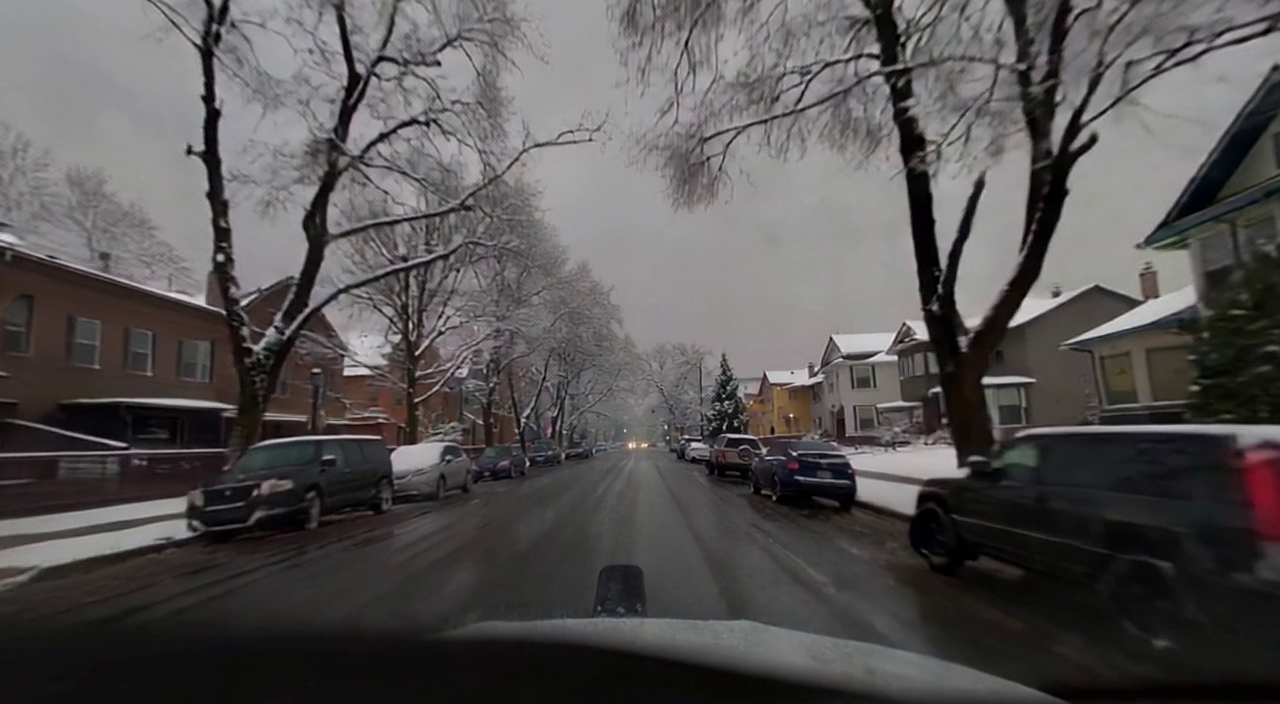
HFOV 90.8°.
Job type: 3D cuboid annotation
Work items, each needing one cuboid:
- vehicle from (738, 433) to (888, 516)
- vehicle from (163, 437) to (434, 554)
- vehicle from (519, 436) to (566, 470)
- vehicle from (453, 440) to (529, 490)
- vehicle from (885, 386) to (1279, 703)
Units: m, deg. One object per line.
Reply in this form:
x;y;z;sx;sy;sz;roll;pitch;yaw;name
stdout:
3.527;2.572;13.849;1.881;1.482;4.531;0;-8;-2;vehicle
-5.737;2.434;11.637;2.169;1.574;5.016;-3;-9;1;vehicle
-5.787;6.119;38.161;2.106;1.760;4.573;-4;-9;-1;vehicle
-5.781;4.379;25.065;1.901;1.475;4.425;-4;-6;0;vehicle
3.604;1.235;4.674;1.909;1.595;4.136;0;-8;0;vehicle
